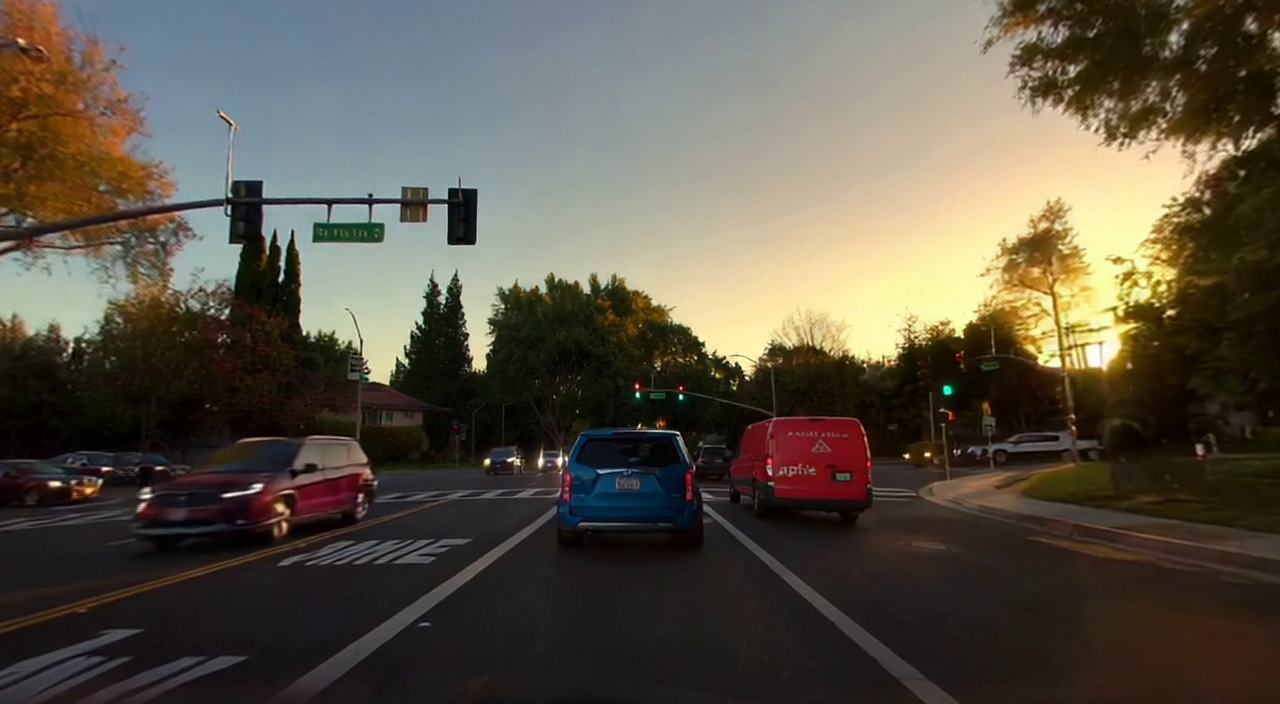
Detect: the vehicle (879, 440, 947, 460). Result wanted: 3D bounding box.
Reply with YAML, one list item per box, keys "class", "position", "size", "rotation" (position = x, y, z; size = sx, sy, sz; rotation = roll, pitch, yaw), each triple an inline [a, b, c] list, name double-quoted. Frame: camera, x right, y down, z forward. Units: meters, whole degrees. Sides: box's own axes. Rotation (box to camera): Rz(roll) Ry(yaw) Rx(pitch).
- class: "vehicle"
  position: [20.843, 7.520, 48.033]
  size: [4.377, 1.483, 1.801]
  rotation: [1, -9, -7]

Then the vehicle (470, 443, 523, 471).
- class: "vehicle"
  position: [-9.753, 7.206, 43.219]
  size: [2.394, 1.815, 4.818]
  rotation: [0, -8, 2]

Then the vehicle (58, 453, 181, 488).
- class: "vehicle"
  position: [-25.268, 5.754, 30.618]
  size: [4.073, 1.603, 1.920]
  rotation: [1, -9, -8]

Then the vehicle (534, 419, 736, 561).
- class: "vehicle"
  position: [-0.066, 1.923, 9.502]
  size: [2.321, 1.624, 4.367]
  rotation: [0, -8, 0]

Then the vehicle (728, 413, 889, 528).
- class: "vehicle"
  position: [3.141, 2.314, 12.793]
  size: [2.059, 1.924, 4.257]
  rotation: [0, -8, 0]

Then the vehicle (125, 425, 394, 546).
- class: "vehicle"
  position: [-6.615, 2.343, 11.781]
  size: [2.070, 1.775, 4.703]
  rotation: [0, -8, 0]
